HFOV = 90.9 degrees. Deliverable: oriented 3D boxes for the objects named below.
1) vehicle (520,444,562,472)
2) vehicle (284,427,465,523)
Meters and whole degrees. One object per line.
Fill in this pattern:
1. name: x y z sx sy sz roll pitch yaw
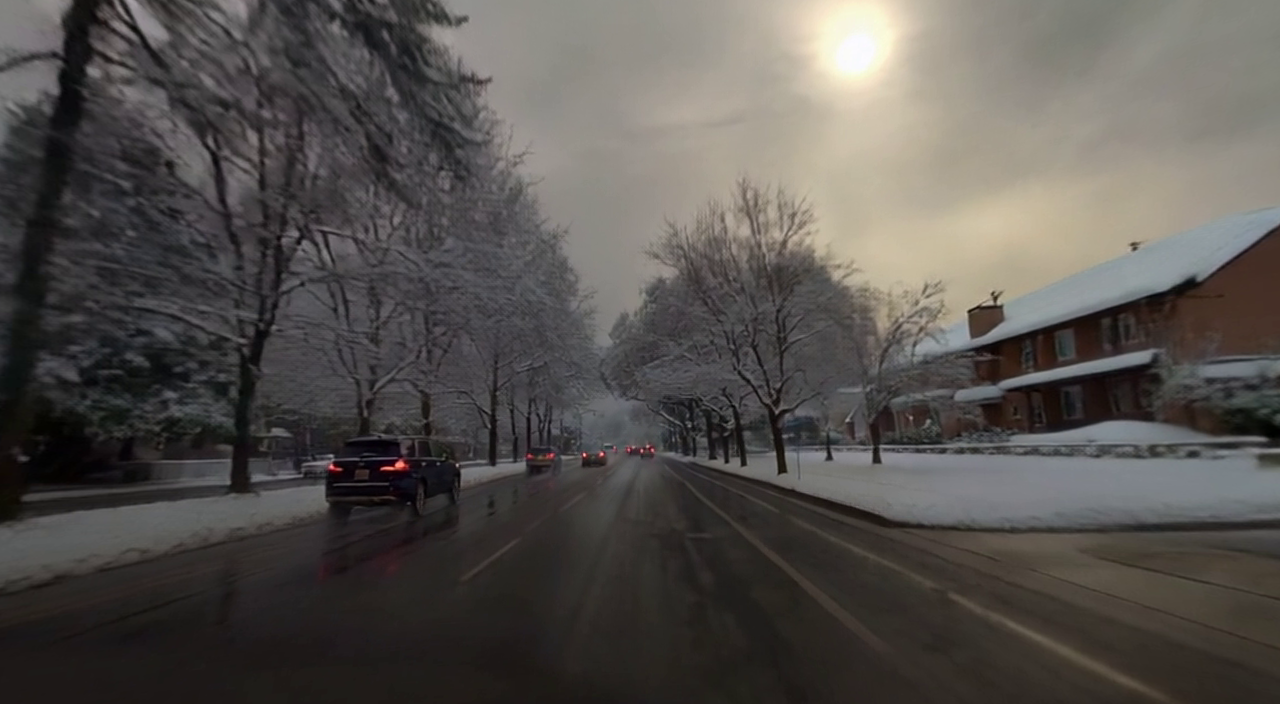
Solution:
1. vehicle: -6.351 6.877 41.045 1.985 1.708 4.310 0 -9 1
2. vehicle: -5.521 2.601 13.869 2.123 1.761 4.322 0 -9 -1
